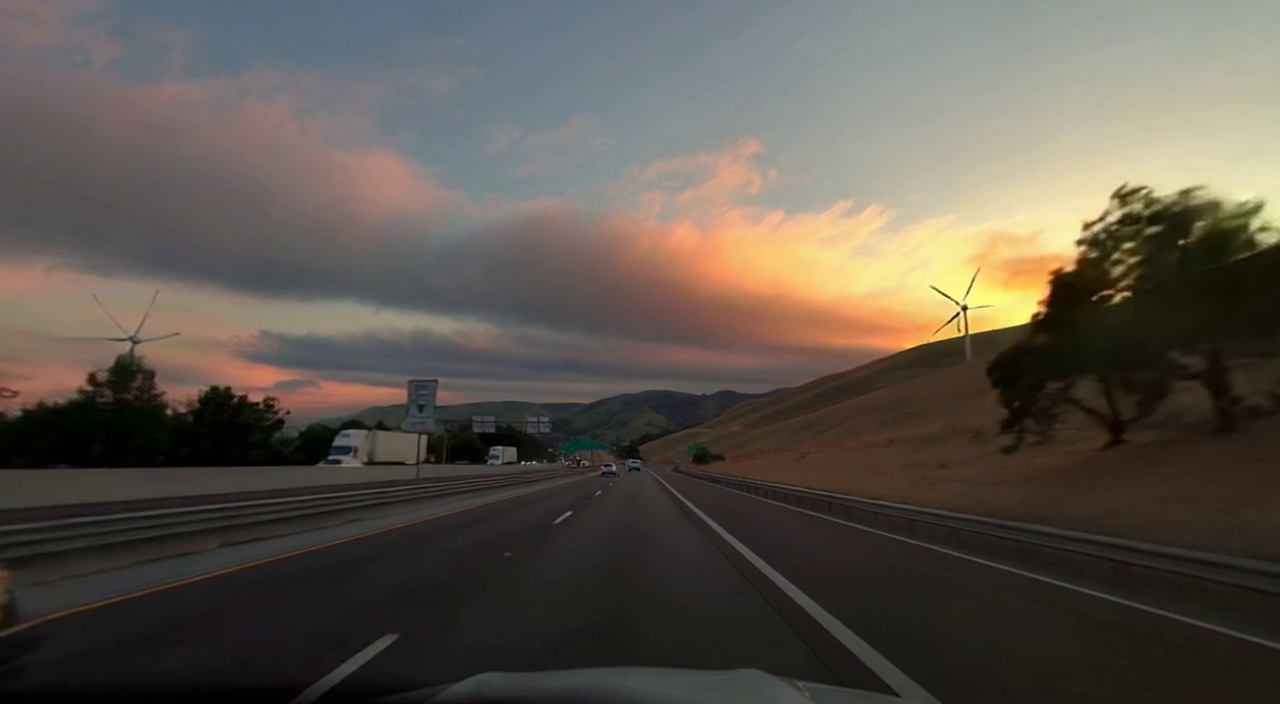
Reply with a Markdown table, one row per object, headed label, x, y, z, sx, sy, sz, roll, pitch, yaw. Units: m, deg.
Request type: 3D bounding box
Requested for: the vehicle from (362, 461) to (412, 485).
| label | x | y | z | sx | sy | sz | roll | pitch | yaw |
| --- | --- | --- | --- | --- | --- | --- | --- | --- | --- |
| vehicle | -16.154 | 7.730 | 40.366 | 1.696 | 1.416 | 3.605 | 1 | -10 | 0 |
